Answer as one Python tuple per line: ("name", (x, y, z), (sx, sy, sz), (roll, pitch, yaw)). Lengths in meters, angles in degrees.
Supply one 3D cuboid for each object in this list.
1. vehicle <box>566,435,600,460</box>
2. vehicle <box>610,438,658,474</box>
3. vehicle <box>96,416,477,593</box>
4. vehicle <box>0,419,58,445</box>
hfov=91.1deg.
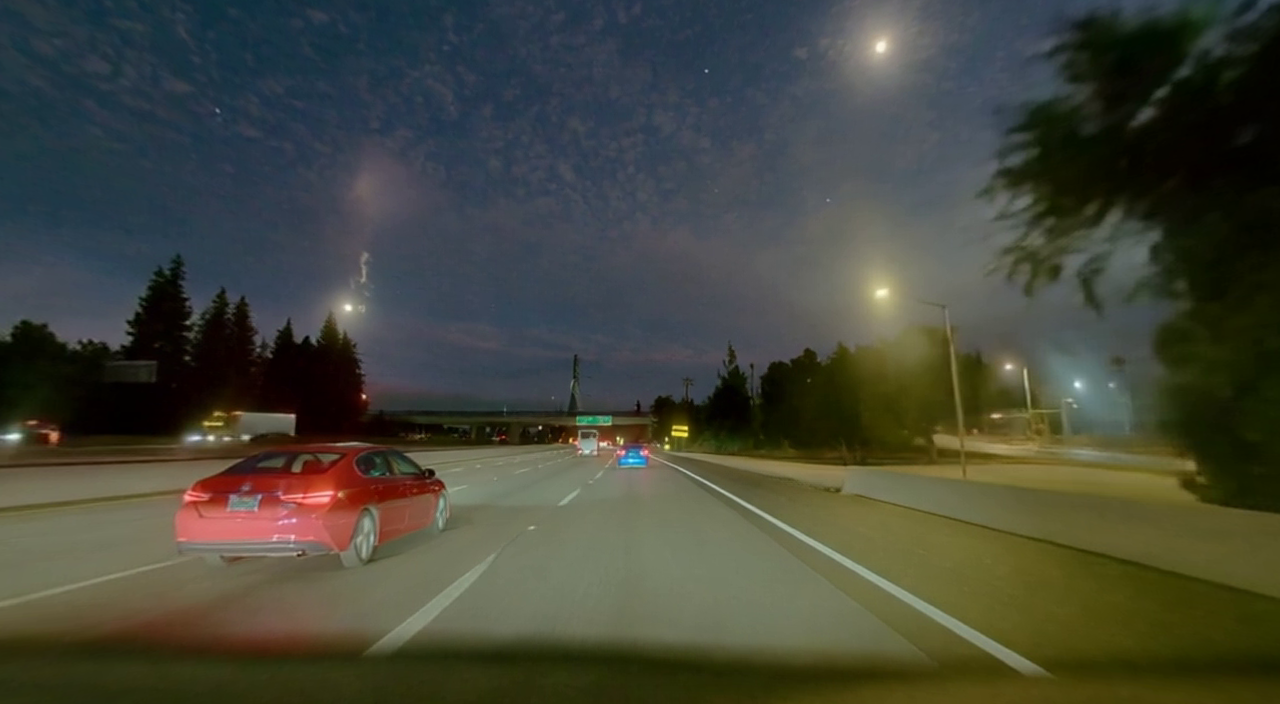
("vehicle", (-4.131, 7.066, 46.489), (2.174, 1.806, 3.932), (0, -8, 0))
("vehicle", (-0.276, 4.492, 27.374), (1.954, 1.460, 3.983), (0, -8, -1))
("vehicle", (-3.686, 1.662, 7.819), (2.035, 1.514, 4.600), (0, -8, 0))
("vehicle", (-38.047, 4.828, 37.816), (1.754, 1.494, 4.634), (0, -8, -4))
